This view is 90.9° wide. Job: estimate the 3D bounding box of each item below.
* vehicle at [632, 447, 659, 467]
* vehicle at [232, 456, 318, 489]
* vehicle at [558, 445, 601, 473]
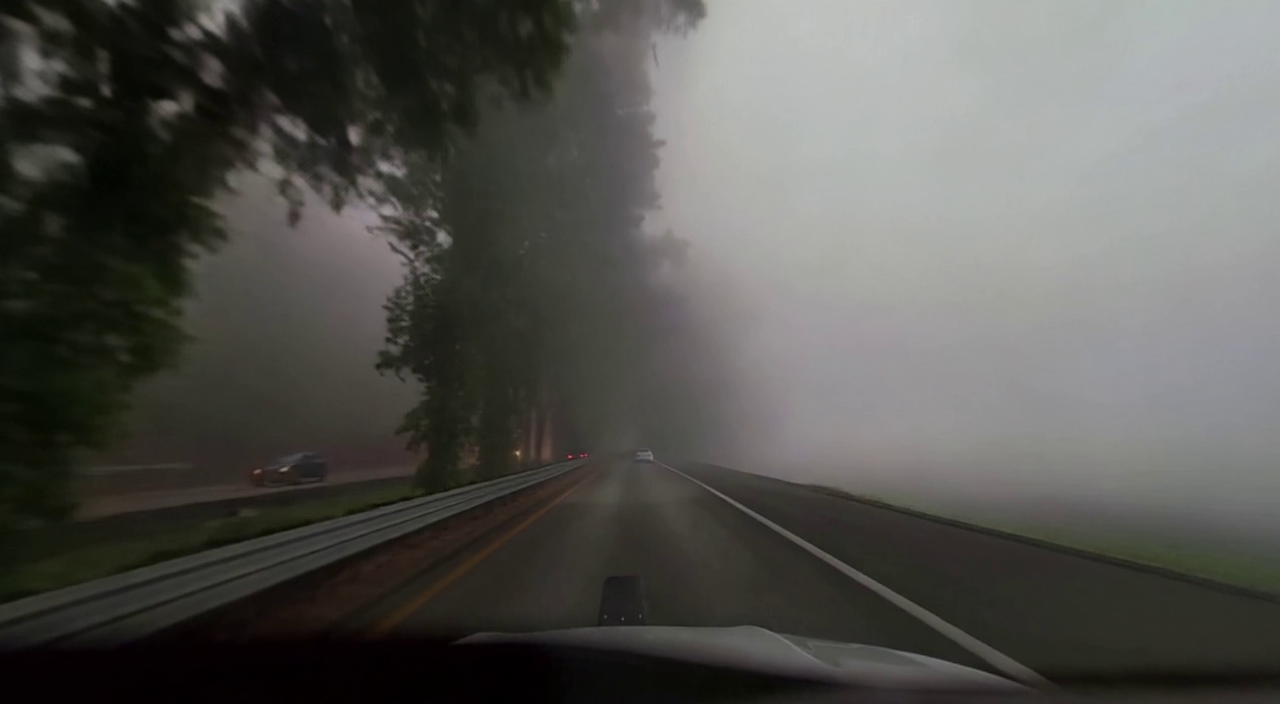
[{"bbox_3d":[0.384,7.934,47.766,1.989,1.402,3.831,0,-9,-1],"label":"vehicle"},{"bbox_3d":[-18.877,6.218,32.845,1.889,1.545,4.437,0,-9,-1],"label":"vehicle"},{"bbox_3d":[-3.392,6.128,36.218,2.112,1.498,4.117,0,-9,-1],"label":"vehicle"}]
